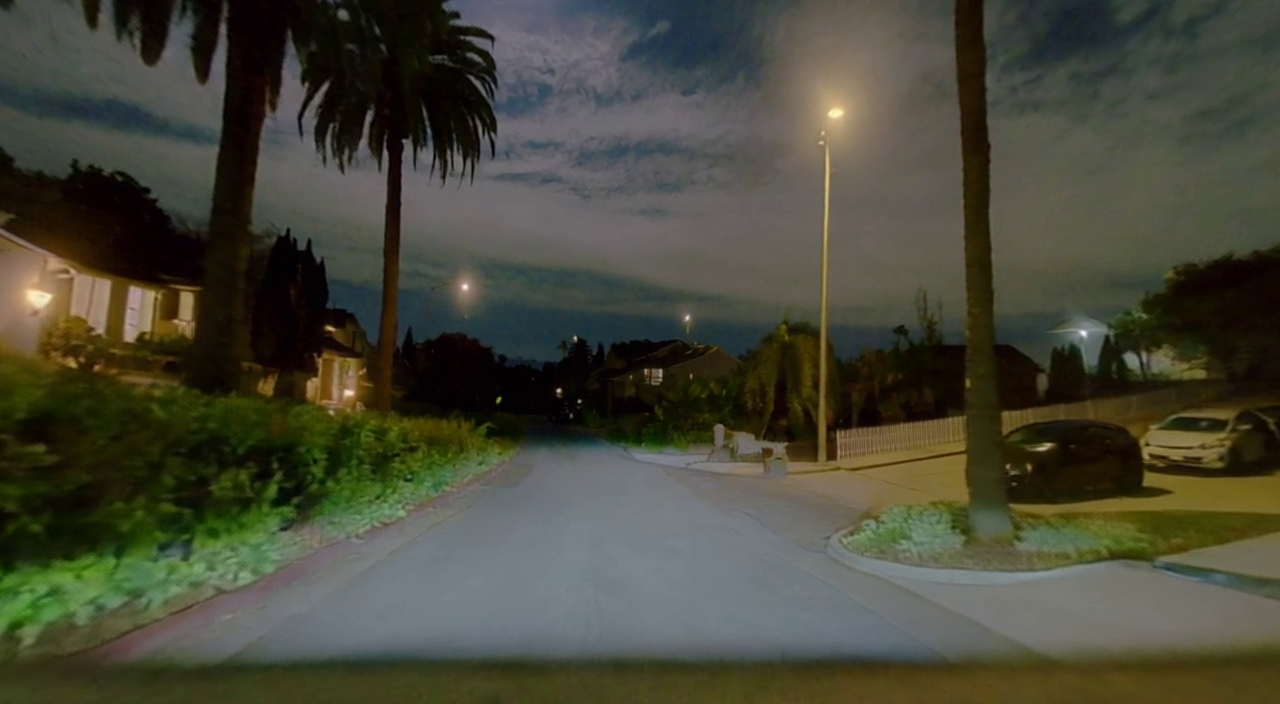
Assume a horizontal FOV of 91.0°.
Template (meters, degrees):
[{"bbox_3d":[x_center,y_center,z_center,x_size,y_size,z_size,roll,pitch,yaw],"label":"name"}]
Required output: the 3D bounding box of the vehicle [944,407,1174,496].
[{"bbox_3d":[10.263,2.481,15.576,4.443,1.948,2.230,3,-11,-17],"label":"vehicle"}]

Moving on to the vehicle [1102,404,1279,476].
[{"bbox_3d":[15.542,2.472,17.582,4.451,1.784,2.028,3,-9,-22],"label":"vehicle"}]

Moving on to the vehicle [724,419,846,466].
[{"bbox_3d":[7.113,4.475,30.751,5.663,1.913,2.170,7,-12,-26],"label":"vehicle"}]
